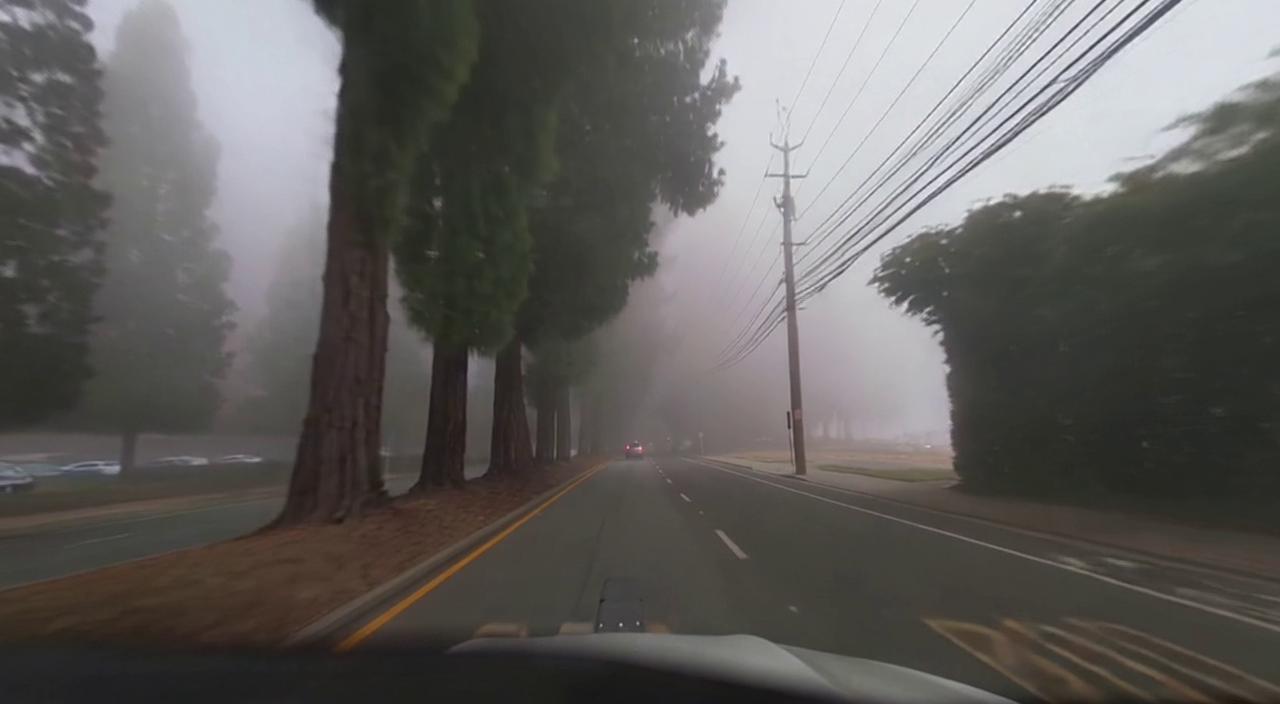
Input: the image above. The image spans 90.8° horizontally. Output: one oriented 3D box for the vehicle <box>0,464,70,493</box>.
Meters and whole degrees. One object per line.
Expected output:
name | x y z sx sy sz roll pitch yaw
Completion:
vehicle | -34.013 6.820 34.062 4.499 1.448 1.915 0 -9 -3
